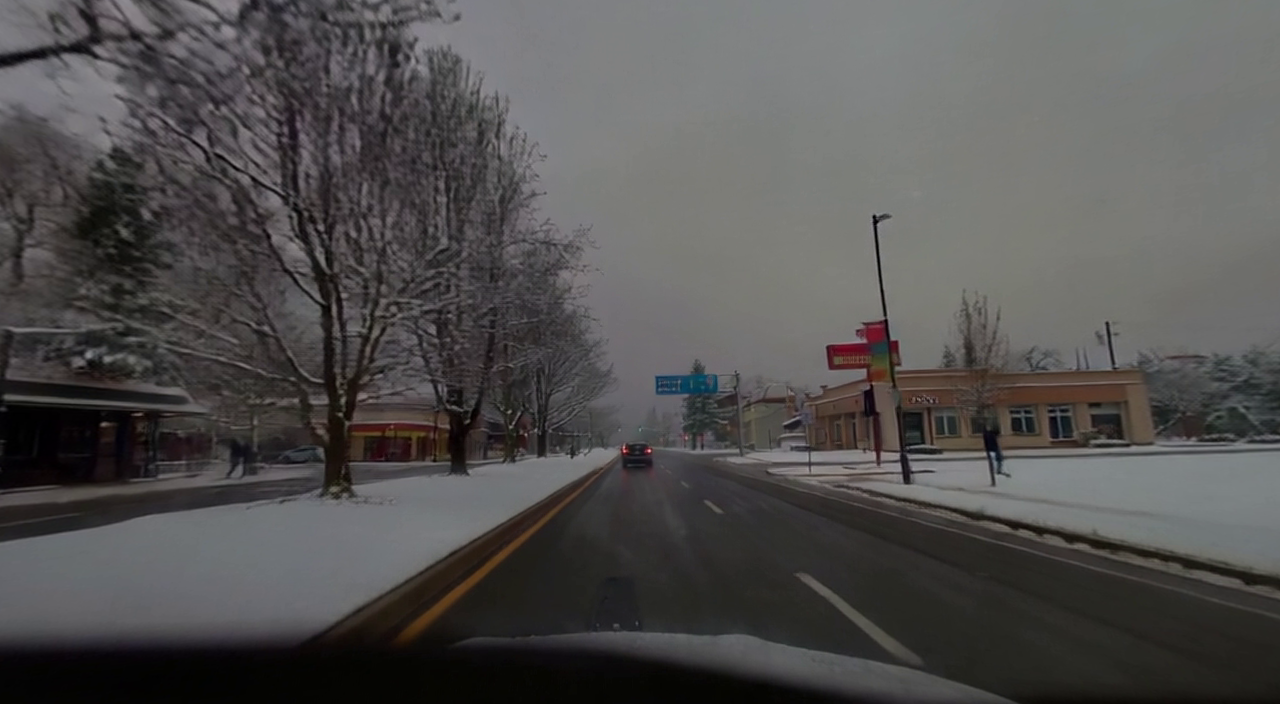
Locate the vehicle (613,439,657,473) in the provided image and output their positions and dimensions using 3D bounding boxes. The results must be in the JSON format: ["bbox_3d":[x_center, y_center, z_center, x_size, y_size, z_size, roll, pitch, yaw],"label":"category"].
[{"bbox_3d":[-0.222,5.764,35.087,2.235,1.719,4.292,2,-9,1],"label":"vehicle"}]
